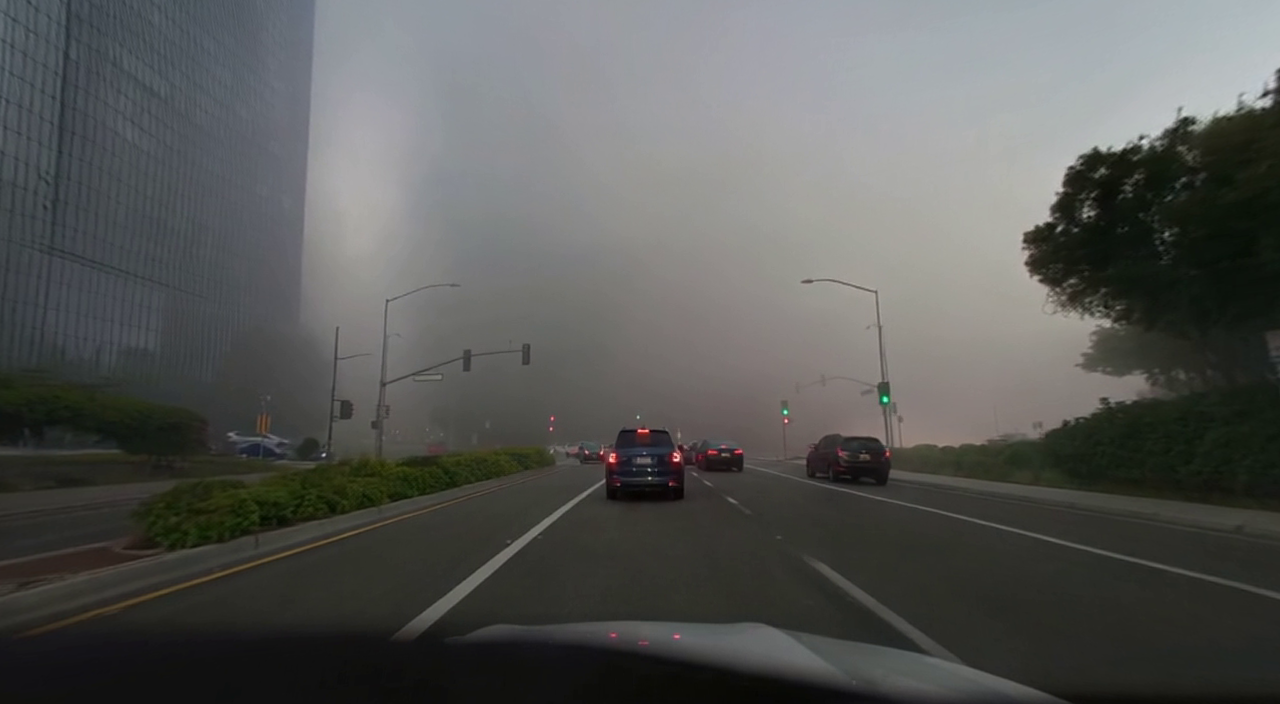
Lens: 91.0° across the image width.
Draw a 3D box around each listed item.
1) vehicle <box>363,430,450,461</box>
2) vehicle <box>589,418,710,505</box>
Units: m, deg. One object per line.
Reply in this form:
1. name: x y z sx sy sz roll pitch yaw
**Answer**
1. vehicle: -18.248 7.299 49.162 6.448 2.310 2.717 -5 -10 28
2. vehicle: 0.209 2.716 15.942 2.601 1.878 4.535 0 -9 0
